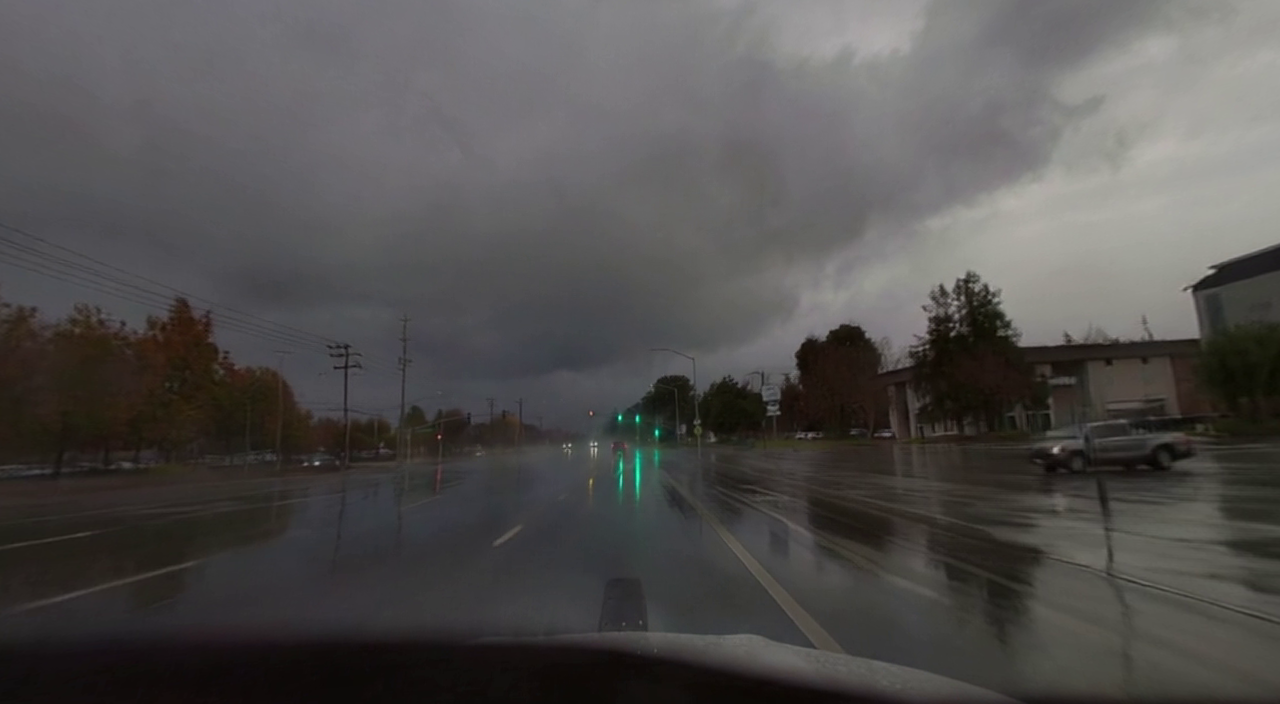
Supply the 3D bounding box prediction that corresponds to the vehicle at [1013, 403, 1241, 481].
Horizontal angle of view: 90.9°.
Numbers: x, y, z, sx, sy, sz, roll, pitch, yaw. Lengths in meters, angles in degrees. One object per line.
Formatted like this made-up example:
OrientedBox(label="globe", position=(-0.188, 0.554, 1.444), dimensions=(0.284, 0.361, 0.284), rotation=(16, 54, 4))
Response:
OrientedBox(label="vehicle", position=(13.907, 2.602, 18.290), dimensions=(4.702, 1.853, 2.069), rotation=(-4, -8, 2))
